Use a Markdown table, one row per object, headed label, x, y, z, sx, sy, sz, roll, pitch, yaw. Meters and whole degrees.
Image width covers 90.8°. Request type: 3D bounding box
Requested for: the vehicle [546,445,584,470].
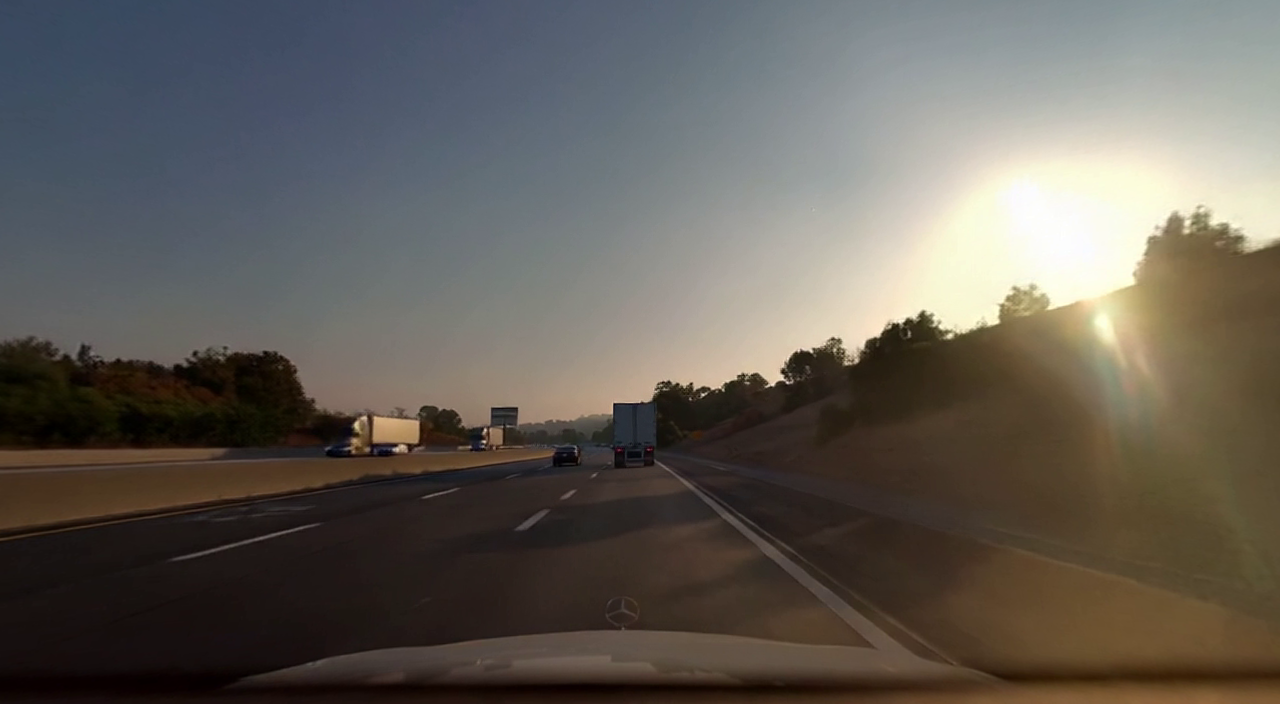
| label | x | y | z | sx | sy | sz | roll | pitch | yaw |
| --- | --- | --- | --- | --- | --- | --- | --- | --- | --- |
| vehicle | -4.709 | 6.695 | 40.336 | 1.892 | 1.471 | 5.047 | 0 | -9 | -1 |
